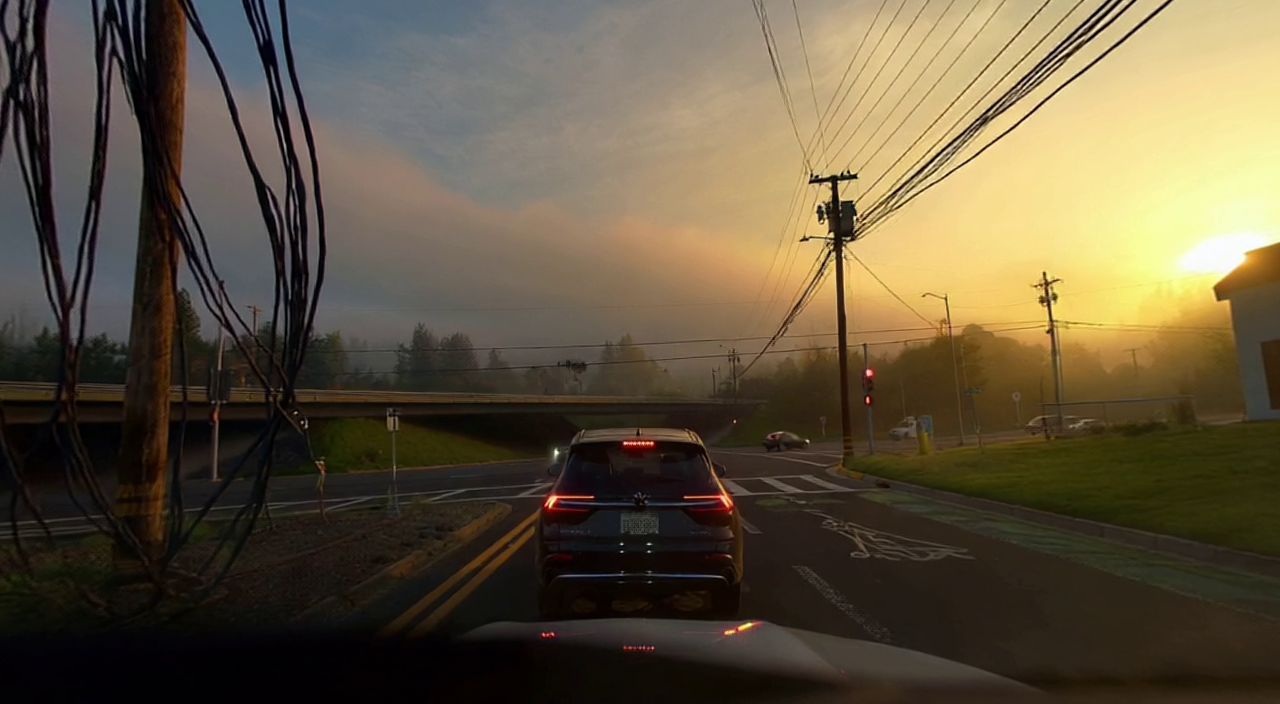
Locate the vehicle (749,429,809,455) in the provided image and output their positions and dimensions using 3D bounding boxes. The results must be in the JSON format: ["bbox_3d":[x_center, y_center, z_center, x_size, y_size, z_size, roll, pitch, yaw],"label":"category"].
[{"bbox_3d":[10.157,6.552,45.900,1.966,1.785,4.855,-8,-12,43],"label":"vehicle"}]

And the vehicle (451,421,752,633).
[{"bbox_3d":[-0.232,1.527,6.472,2.090,1.458,4.033,-1,-9,1],"label":"vehicle"}]
